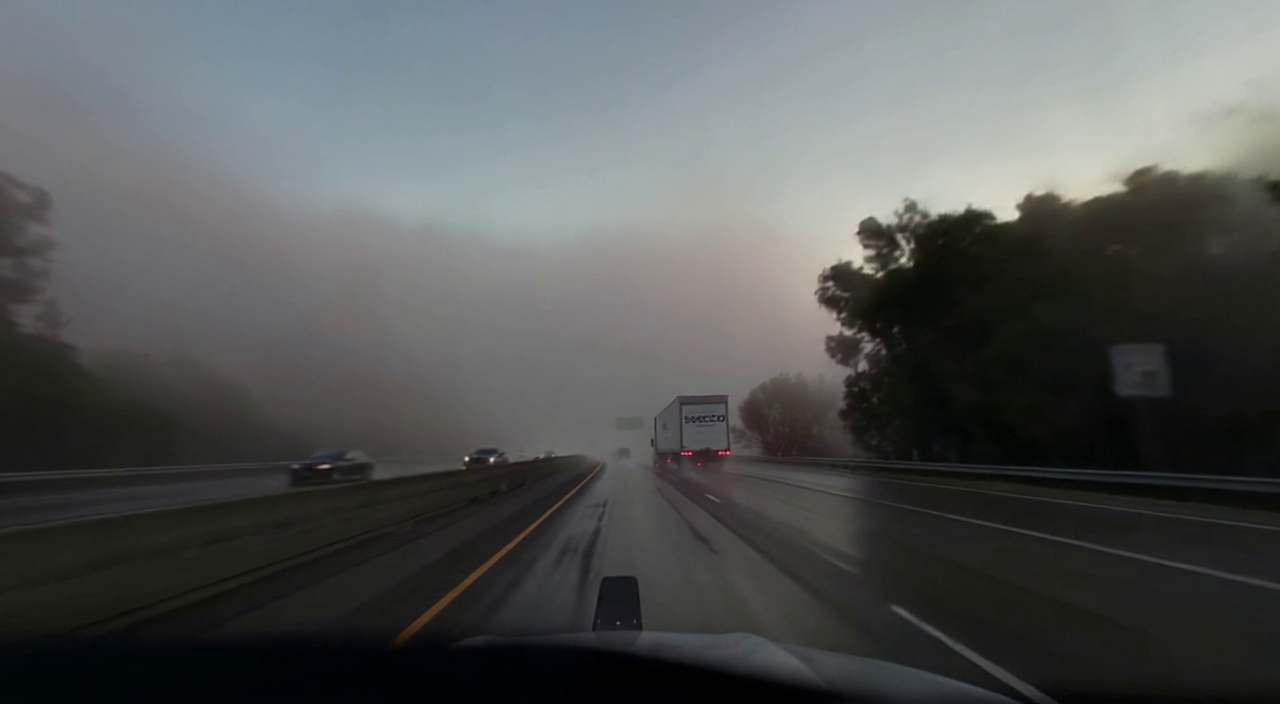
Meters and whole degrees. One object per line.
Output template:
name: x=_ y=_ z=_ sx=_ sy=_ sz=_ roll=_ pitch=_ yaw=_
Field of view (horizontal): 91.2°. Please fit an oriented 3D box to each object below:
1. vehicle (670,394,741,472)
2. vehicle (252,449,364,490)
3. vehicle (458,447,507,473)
vehicle: x=3.531 y=4.757 z=36.167 sx=2.892 sy=3.928 sz=8.380 roll=0 pitch=-9 yaw=-2
vehicle: x=-13.274 y=4.689 z=25.425 sx=2.005 sy=1.449 sz=4.724 roll=0 pitch=-9 yaw=-1
vehicle: x=-9.879 y=6.792 z=39.694 sx=1.957 sy=1.538 sz=4.733 roll=0 pitch=-9 yaw=-2
